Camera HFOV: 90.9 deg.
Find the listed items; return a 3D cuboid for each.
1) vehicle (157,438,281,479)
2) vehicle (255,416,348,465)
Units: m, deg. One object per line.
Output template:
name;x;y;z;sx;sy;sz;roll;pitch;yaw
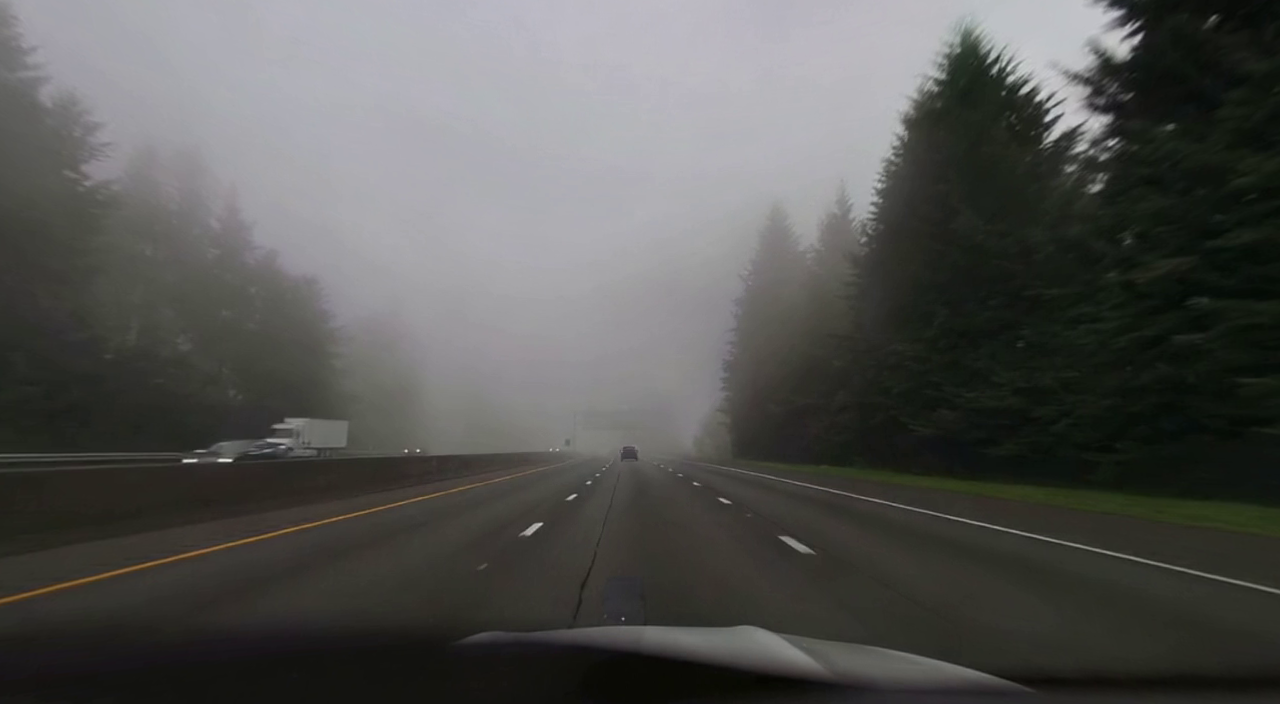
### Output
vehicle;-16.527;4.196;25.067;1.968;1.437;4.268;0;-9;0
vehicle;-24.788;6.581;46.706;2.659;3.306;7.765;1;-9;-2
